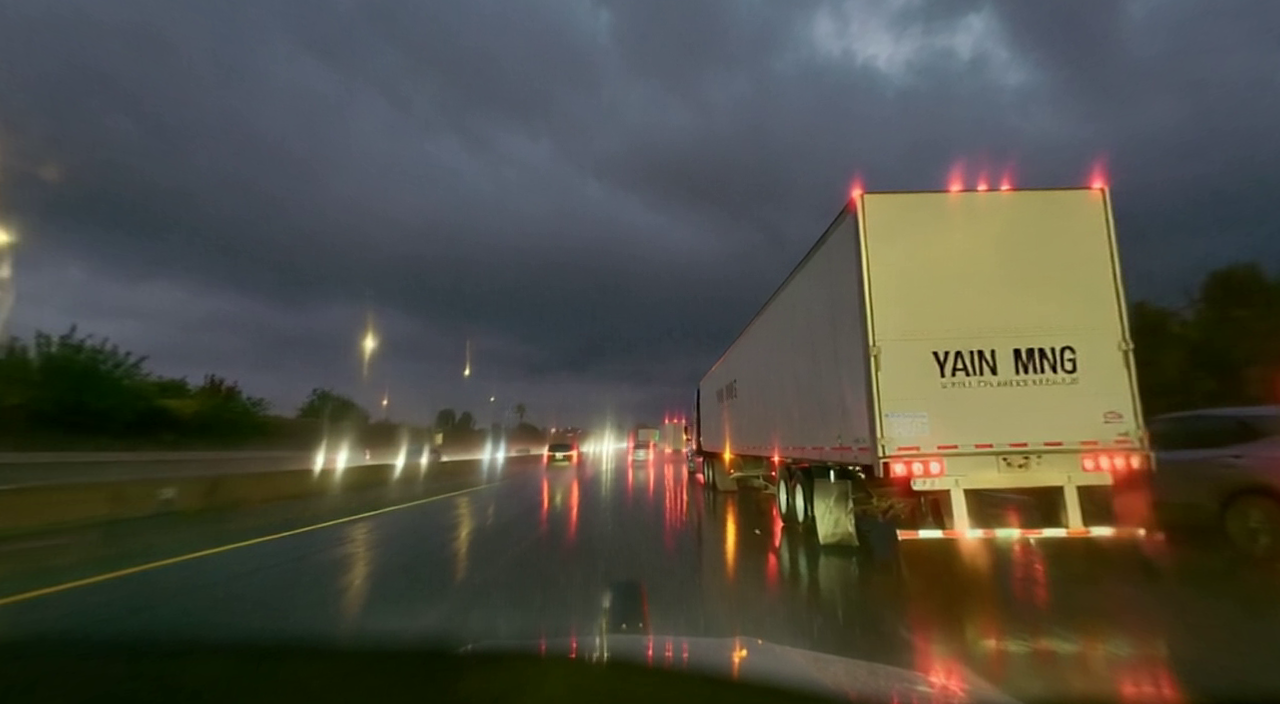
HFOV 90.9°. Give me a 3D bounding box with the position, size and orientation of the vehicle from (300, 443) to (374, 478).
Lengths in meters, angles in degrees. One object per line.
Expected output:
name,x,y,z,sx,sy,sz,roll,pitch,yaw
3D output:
vehicle,-23.456,8.411,49.196,2.531,2.538,6.239,0,-9,0

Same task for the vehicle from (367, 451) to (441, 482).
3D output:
vehicle,-12.459,6.060,33.676,2.044,1.481,4.822,0,-9,1

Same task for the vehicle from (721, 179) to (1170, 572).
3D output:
vehicle,3.849,1.094,12.741,2.821,4.077,12.562,0,-9,0

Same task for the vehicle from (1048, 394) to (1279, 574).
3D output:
vehicle,7.252,1.441,7.198,2.060,1.732,4.684,0,-9,0

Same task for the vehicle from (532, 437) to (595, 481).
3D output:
vehicle,-3.193,4.585,27.188,2.058,1.711,4.226,0,-9,1

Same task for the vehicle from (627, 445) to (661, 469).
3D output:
vehicle,0.256,6.802,41.058,2.063,1.469,4.208,0,-9,0
